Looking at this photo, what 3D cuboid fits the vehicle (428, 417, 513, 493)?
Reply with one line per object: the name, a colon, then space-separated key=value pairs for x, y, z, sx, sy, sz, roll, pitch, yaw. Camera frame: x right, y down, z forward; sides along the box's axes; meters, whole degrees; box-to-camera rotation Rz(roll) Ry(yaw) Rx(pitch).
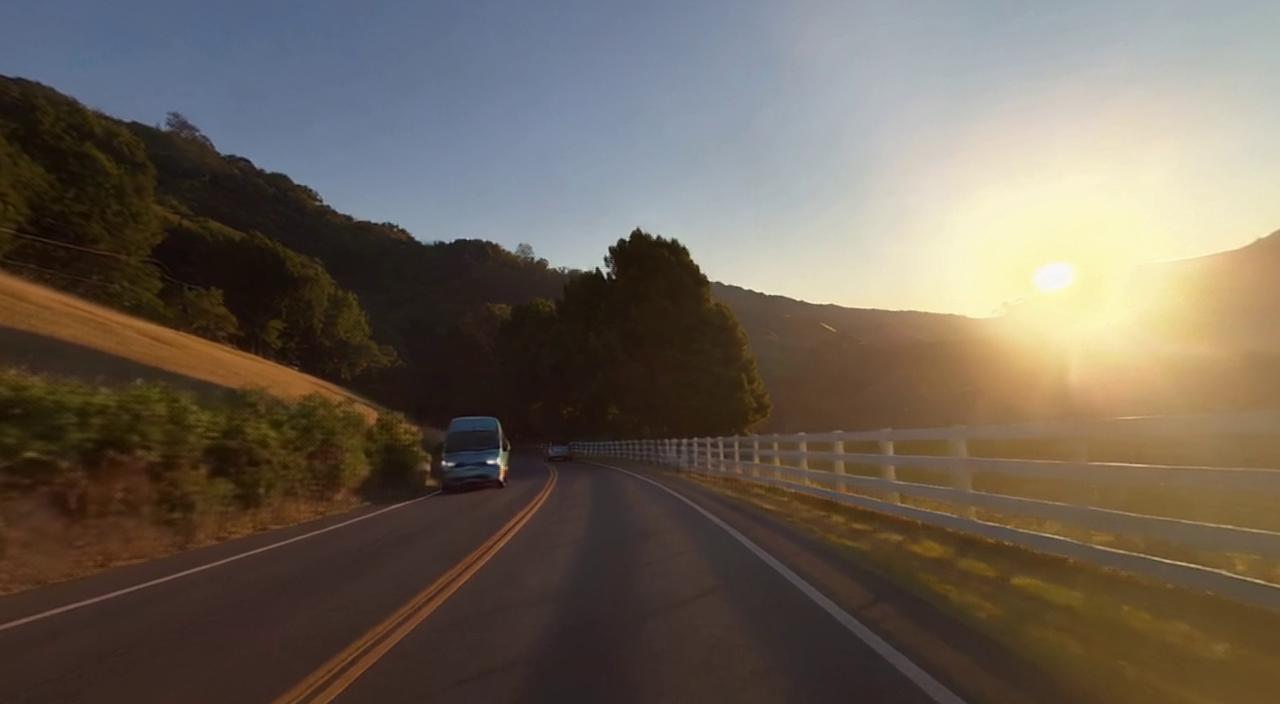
vehicle: x=-6.145 y=3.796 z=23.595 sx=2.373 sy=2.488 sz=5.160 roll=1 pitch=-9 yaw=-8
